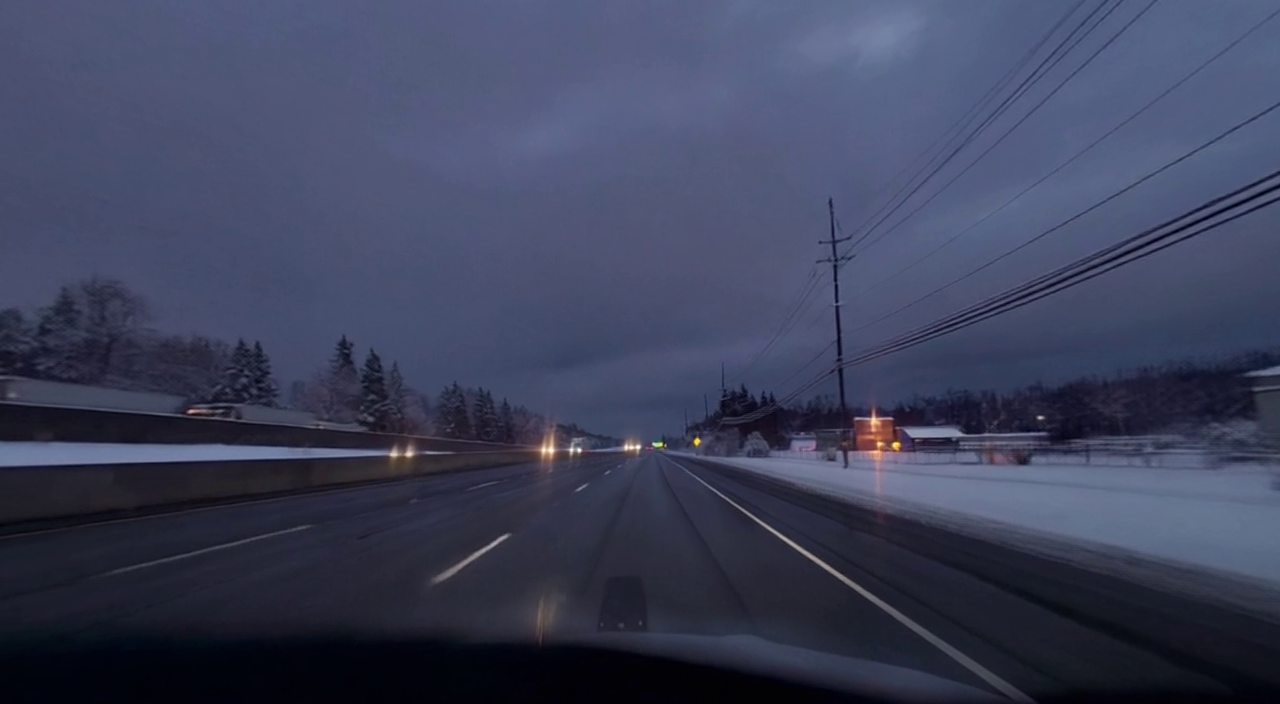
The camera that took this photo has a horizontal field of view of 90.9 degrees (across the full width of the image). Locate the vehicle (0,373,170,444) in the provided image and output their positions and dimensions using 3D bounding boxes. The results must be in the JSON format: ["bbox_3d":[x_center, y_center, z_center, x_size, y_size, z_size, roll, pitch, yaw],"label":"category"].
[{"bbox_3d":[-42.086,4.443,46.079,2.772,3.914,15.512,-4,-10,3],"label":"vehicle"}]
